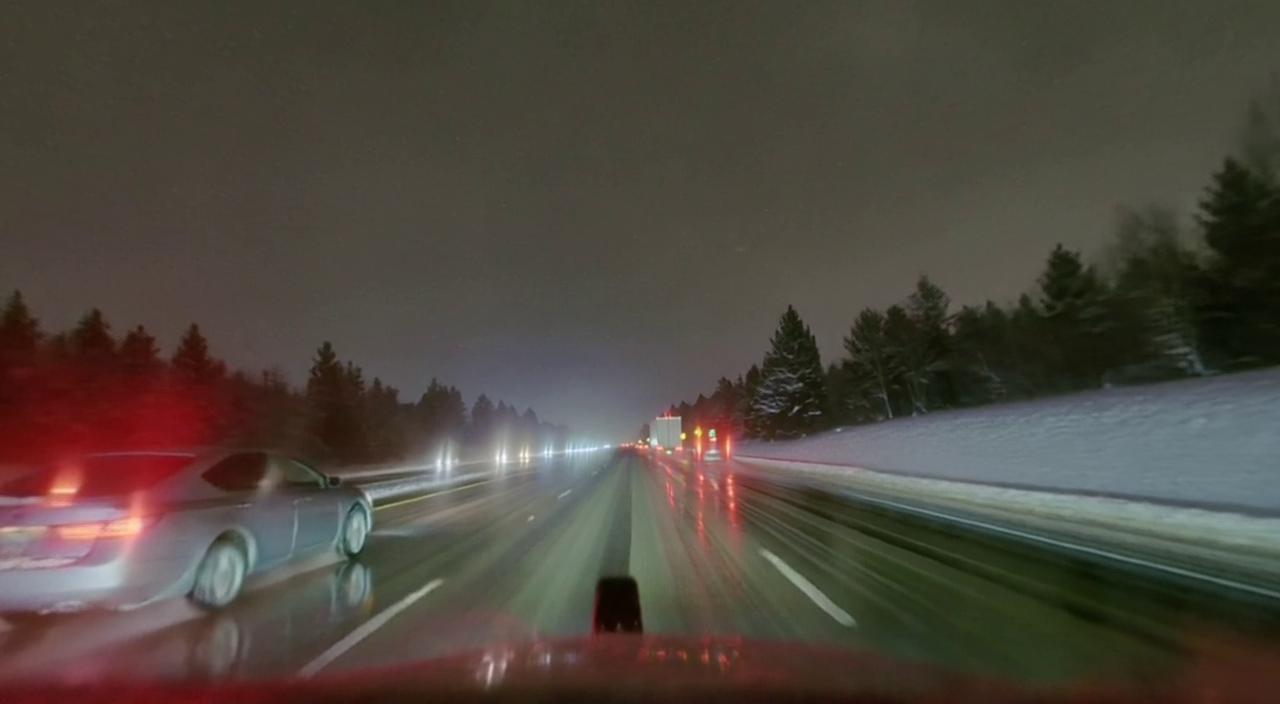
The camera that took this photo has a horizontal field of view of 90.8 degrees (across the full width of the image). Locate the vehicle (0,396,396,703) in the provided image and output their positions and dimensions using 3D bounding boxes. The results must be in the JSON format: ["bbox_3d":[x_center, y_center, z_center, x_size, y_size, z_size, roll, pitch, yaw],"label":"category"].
[{"bbox_3d":[-4.074,1.379,5.613,1.903,1.607,4.770,0,-8,0],"label":"vehicle"}]

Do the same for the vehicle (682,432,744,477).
[{"bbox_3d":[3.040,4.391,27.357,2.065,1.760,4.488,0,-8,-1],"label":"vehicle"}]
